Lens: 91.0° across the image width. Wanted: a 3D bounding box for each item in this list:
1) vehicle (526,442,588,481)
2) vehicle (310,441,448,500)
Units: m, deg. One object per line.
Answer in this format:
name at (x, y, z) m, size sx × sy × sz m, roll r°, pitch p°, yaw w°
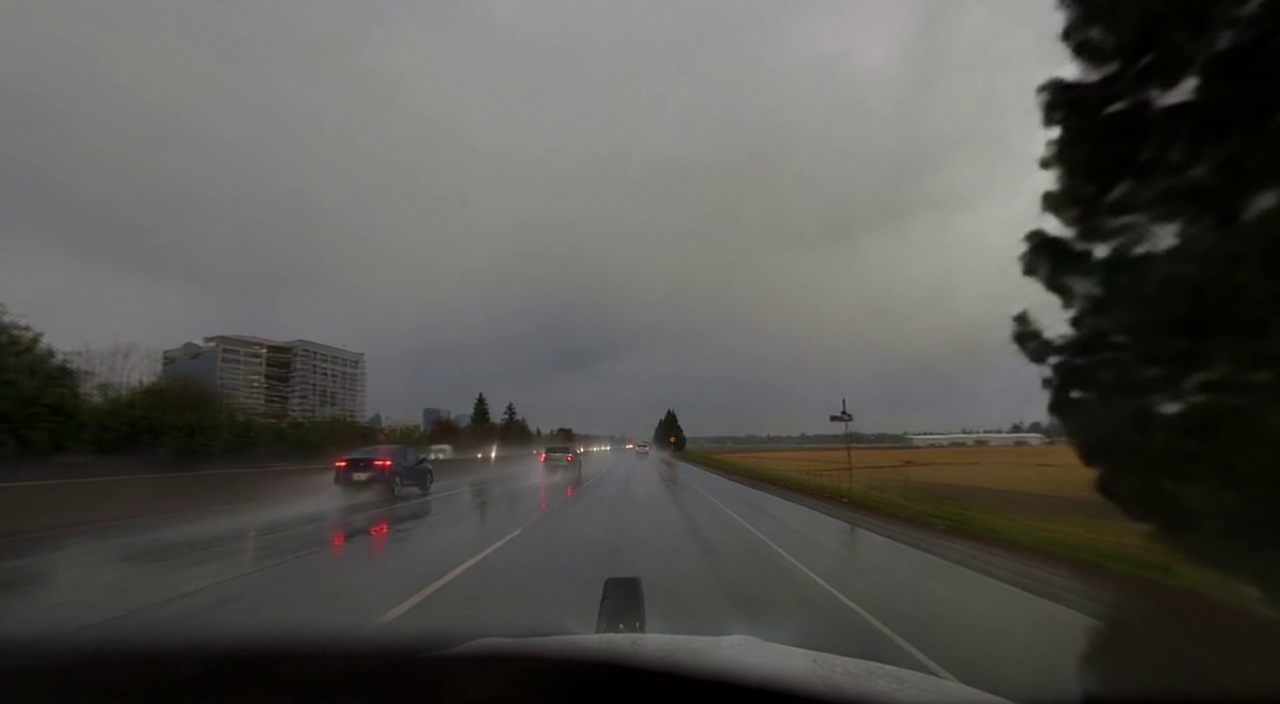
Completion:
vehicle at (-3.640, 4.917, 28.529) m, size 2.083 × 1.588 × 4.801 m, roll 0°, pitch -9°, yaw 1°
vehicle at (-7.457, 3.412, 18.595) m, size 2.034 × 1.523 × 4.627 m, roll 0°, pitch -9°, yaw 1°
